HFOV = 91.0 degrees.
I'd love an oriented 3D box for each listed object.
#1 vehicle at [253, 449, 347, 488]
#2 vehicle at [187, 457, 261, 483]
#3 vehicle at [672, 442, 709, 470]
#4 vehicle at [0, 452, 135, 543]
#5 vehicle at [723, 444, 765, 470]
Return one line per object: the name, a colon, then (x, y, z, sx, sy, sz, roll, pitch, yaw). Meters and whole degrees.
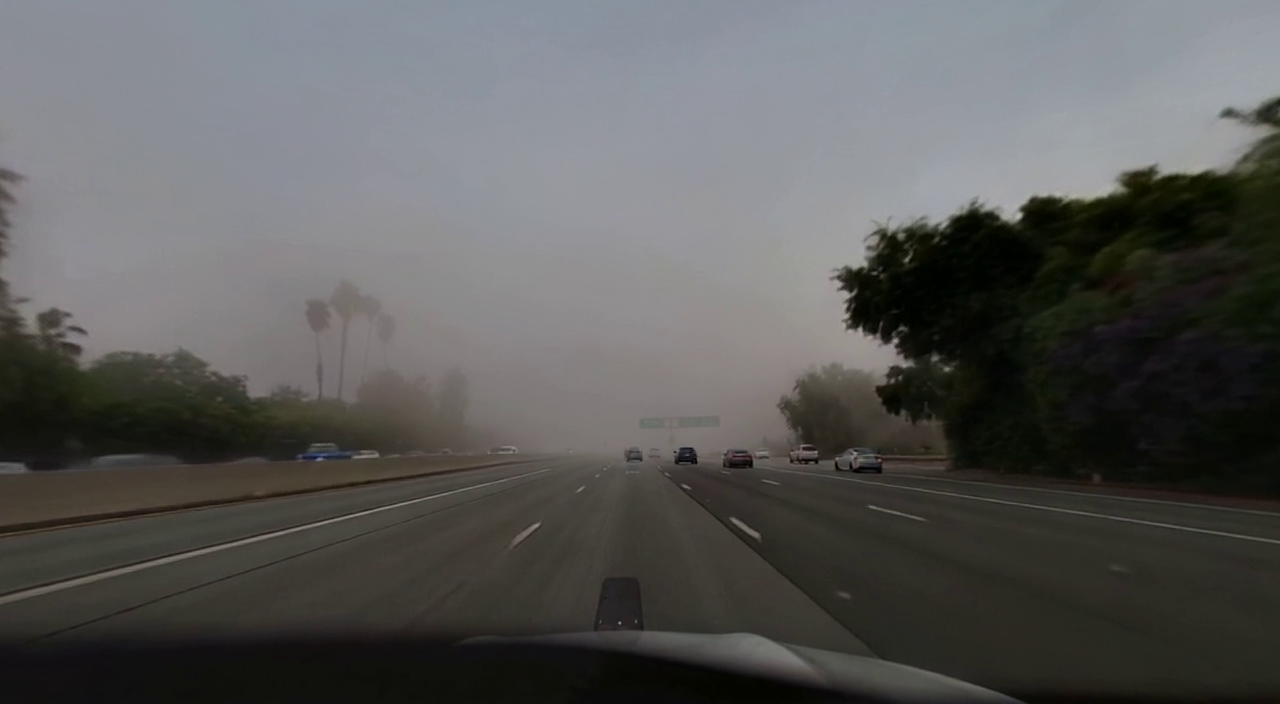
vehicle: (-17.029, 5.803, 31.858, 2.088, 1.769, 4.968, 0, -8, -2)
vehicle: (-28.057, 7.947, 42.662, 1.886, 1.545, 4.647, 0, -8, 0)
vehicle: (3.239, 6.752, 41.125, 2.035, 1.704, 3.867, 0, -8, -2)
vehicle: (-11.858, 2.556, 11.195, 1.980, 1.494, 4.511, 0, -8, 0)
vehicle: (6.761, 6.861, 41.330, 1.902, 1.623, 4.360, 0, -8, -2)
